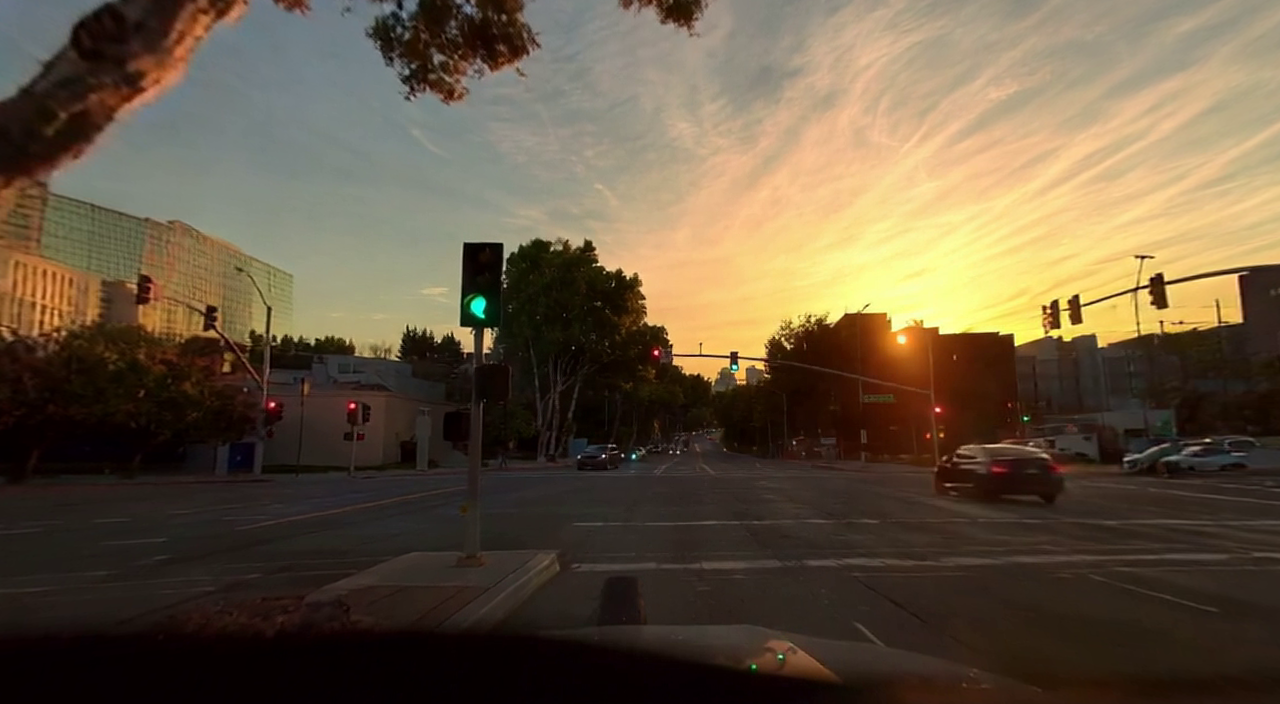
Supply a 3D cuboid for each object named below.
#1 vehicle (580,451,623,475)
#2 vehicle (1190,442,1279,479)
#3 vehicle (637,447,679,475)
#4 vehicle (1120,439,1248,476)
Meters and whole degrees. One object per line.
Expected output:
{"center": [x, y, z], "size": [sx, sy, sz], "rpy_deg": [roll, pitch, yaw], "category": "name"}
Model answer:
{"center": [-2.579, 7.574, 43.295], "size": [2.076, 1.476, 3.873], "rpy_deg": [-2, -8, 11], "category": "vehicle"}
{"center": [25.965, 4.484, 26.298], "size": [4.644, 1.470, 1.922], "rpy_deg": [1, -8, -10], "category": "vehicle"}
{"center": [1.253, 7.096, 41.366], "size": [2.197, 1.739, 4.177], "rpy_deg": [-2, -8, 10], "category": "vehicle"}
{"center": [25.572, 4.942, 29.745], "size": [4.441, 1.674, 2.035], "rpy_deg": [1, -8, -9], "category": "vehicle"}
